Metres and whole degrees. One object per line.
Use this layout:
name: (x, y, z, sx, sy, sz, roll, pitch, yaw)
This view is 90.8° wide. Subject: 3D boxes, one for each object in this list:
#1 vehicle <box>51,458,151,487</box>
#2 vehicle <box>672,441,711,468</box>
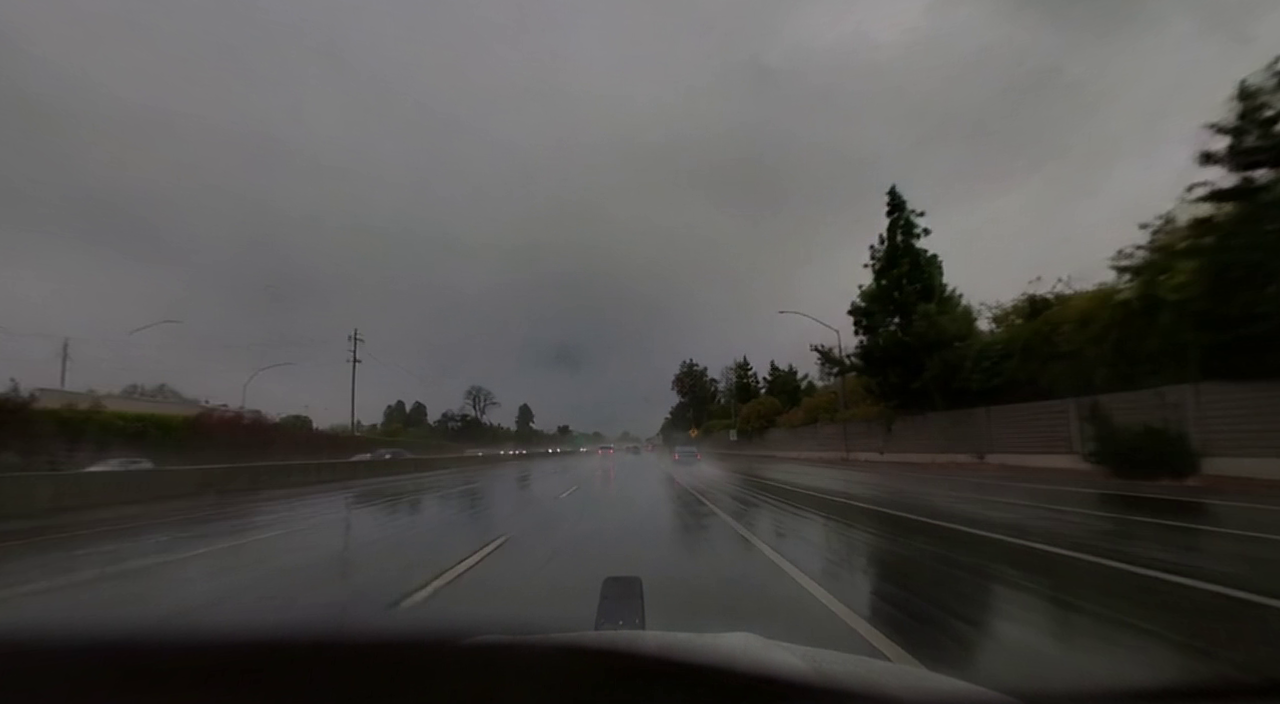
vehicle: (-38.232, 8.538, 45.062, 2.077, 1.826, 5.724, 0, -9, 0)
vehicle: (3.409, 6.916, 42.746, 2.130, 1.677, 4.317, 0, -9, -1)
